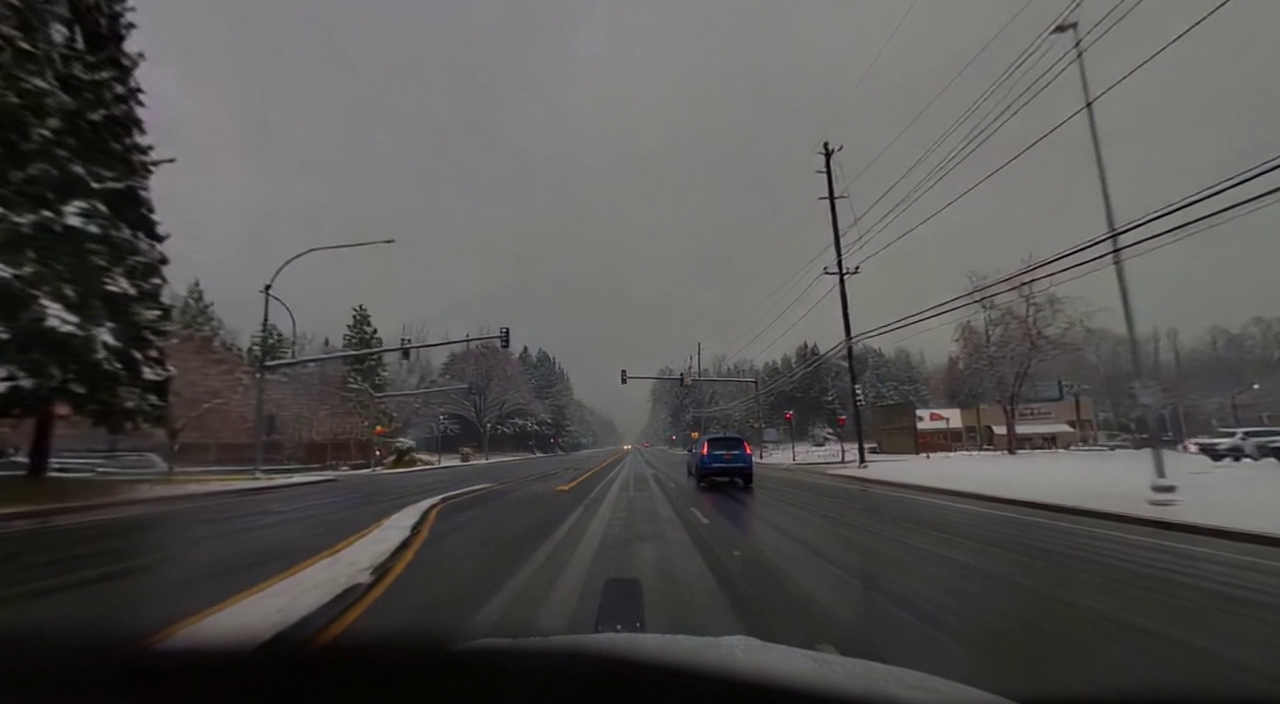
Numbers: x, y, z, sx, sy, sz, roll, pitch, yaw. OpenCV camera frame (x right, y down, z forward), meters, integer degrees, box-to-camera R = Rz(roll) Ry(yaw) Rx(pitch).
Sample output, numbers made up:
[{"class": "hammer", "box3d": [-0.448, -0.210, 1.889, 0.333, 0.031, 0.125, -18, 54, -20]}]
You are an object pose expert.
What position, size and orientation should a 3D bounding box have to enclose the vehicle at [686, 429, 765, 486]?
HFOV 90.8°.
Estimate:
[{"class": "vehicle", "box3d": [2.925, 3.757, 22.751, 2.060, 1.820, 4.713, 0, -9, -2]}]
